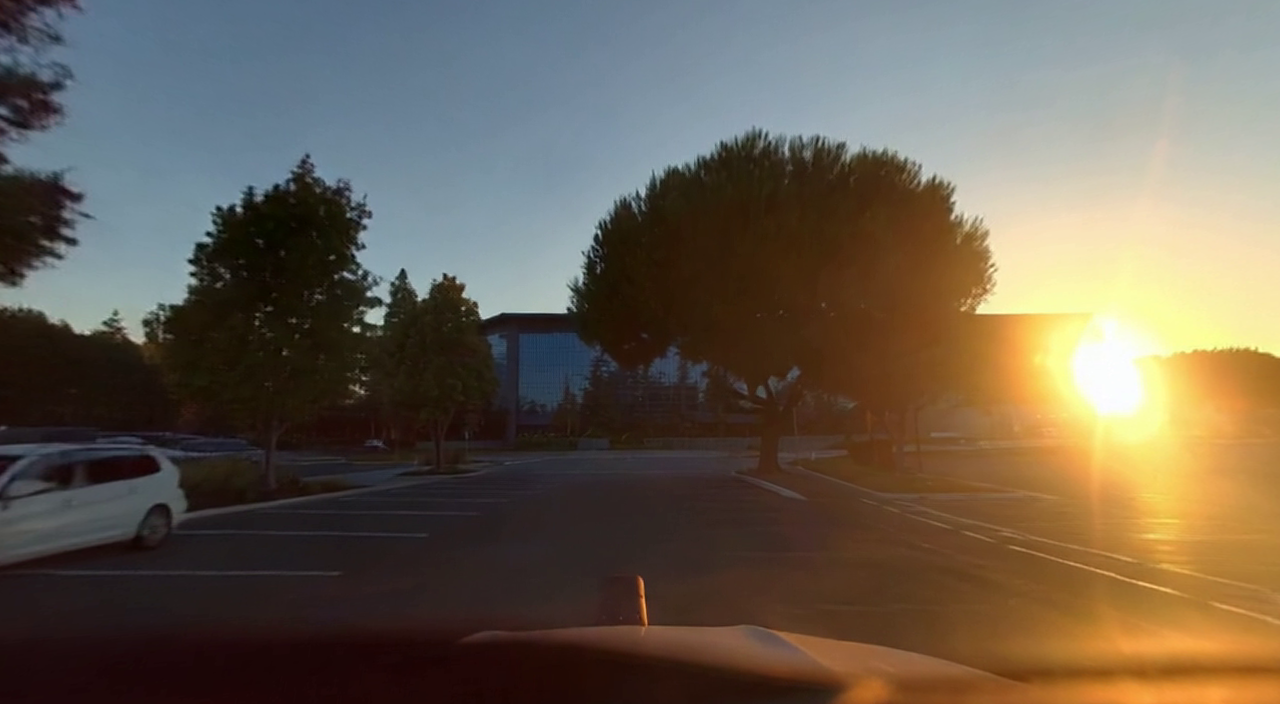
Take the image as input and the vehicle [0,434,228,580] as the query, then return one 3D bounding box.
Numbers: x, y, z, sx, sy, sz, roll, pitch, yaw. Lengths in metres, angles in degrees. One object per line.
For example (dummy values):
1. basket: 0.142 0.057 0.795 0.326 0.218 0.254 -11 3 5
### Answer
1. vehicle: -8.907 2.124 9.281 2.360 1.741 4.912 0 -8 0
